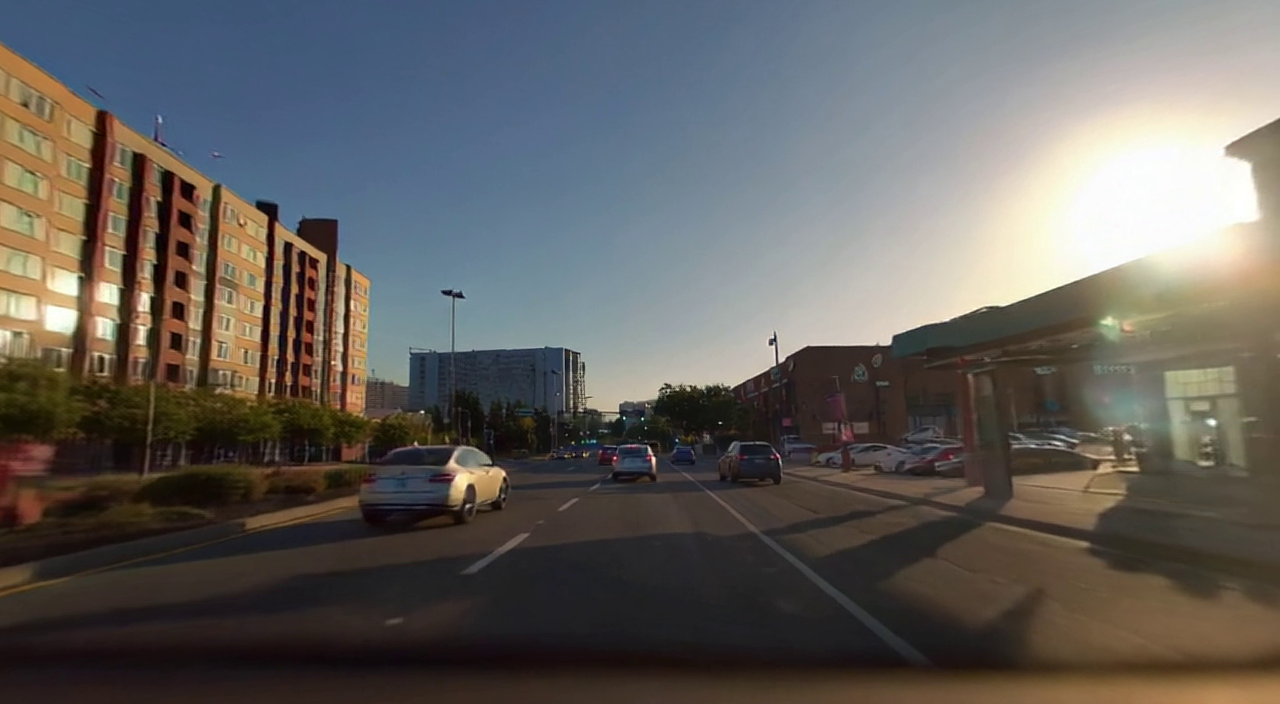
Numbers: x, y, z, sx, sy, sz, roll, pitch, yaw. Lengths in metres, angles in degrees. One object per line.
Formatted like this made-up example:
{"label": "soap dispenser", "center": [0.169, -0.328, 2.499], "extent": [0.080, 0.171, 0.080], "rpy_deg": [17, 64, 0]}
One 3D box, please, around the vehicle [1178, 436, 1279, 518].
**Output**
{"label": "vehicle", "center": [13.324, 2.450, 12.739], "extent": [4.282, 1.469, 2.035], "rpy_deg": [4, -9, -26]}

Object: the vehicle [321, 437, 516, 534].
{"label": "vehicle", "center": [-3.879, 2.409, 12.078], "extent": [2.029, 1.482, 4.591], "rpy_deg": [0, -8, 1]}

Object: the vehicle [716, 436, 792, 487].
{"label": "vehicle", "center": [4.076, 3.987, 23.227], "extent": [2.007, 1.683, 4.171], "rpy_deg": [0, -8, 0]}

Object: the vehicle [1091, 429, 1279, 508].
{"label": "vehicle", "center": [13.836, 2.829, 15.785], "extent": [4.331, 1.728, 2.036], "rpy_deg": [3, -9, -23]}

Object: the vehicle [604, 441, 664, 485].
{"label": "vehicle", "center": [-0.177, 4.130, 23.765], "extent": [2.059, 1.477, 3.988], "rpy_deg": [0, -8, 1]}
